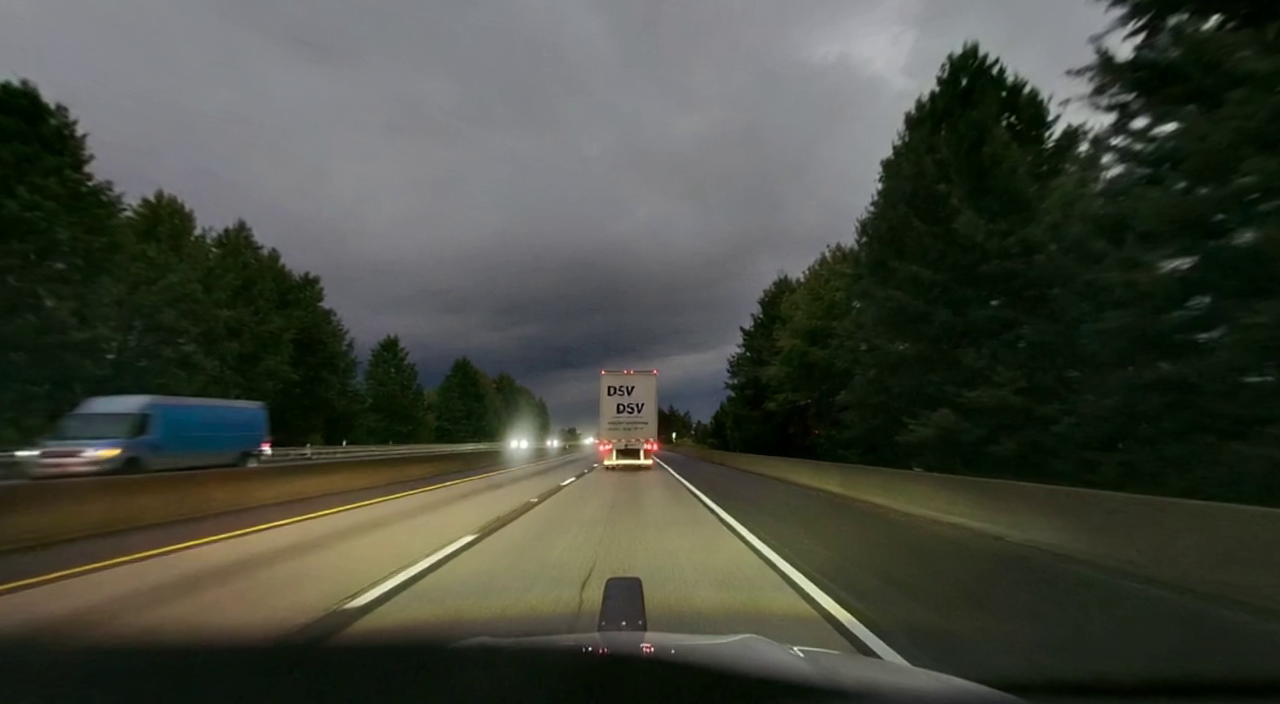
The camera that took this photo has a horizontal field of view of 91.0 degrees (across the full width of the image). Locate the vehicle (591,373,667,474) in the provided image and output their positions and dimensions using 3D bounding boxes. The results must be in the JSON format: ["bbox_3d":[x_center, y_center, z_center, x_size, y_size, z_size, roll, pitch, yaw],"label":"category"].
[{"bbox_3d":[-0.588,3.544,30.098,2.969,3.957,10.270,0,-8,-2],"label":"vehicle"}]

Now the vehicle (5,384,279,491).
[{"bbox_3d":[-12.776,2.320,17.020,2.427,2.371,6.043,0,-8,0],"label":"vehicle"}]
